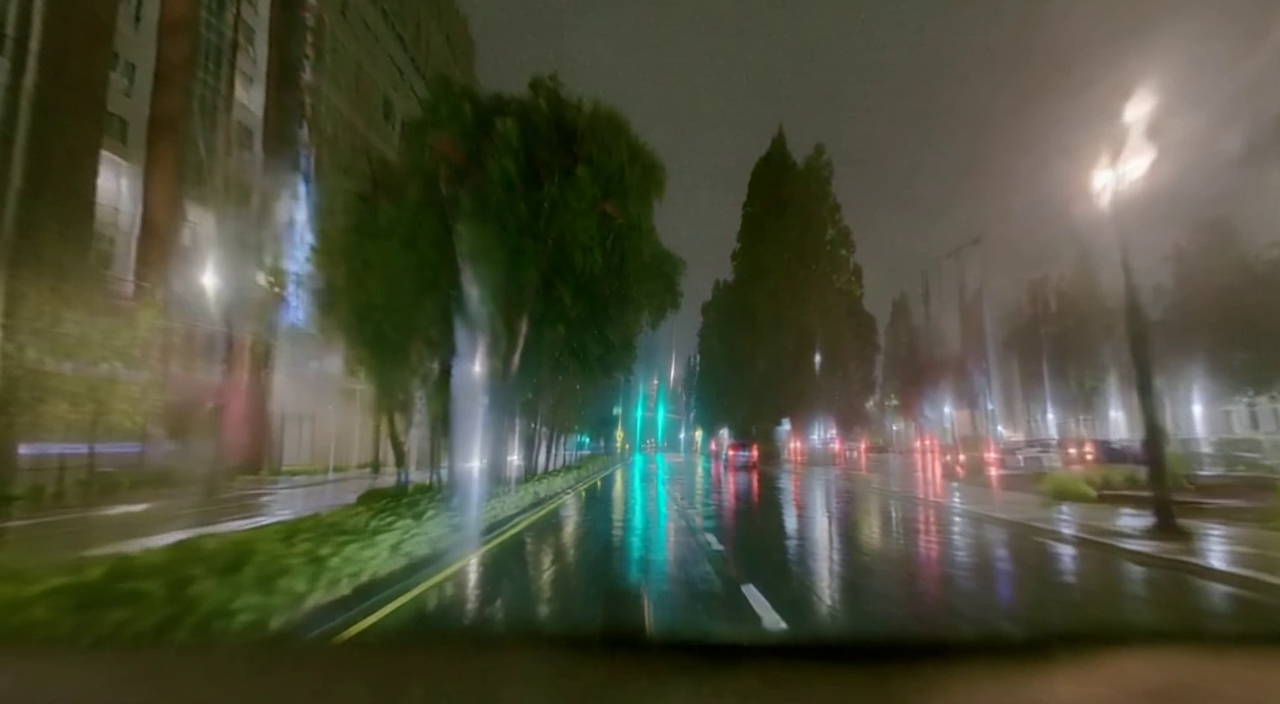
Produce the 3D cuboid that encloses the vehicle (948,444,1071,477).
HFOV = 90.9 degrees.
[{"bbox_3d":[16.233,4.760,27.832,4.276,1.397,1.786,0,-8,1],"label":"vehicle"}]

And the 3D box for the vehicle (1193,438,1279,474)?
[{"bbox_3d":[27.278,4.496,27.429,4.560,1.444,1.929,-1,-8,-2],"label":"vehicle"}]

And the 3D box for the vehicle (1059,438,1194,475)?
[{"bbox_3d":[21.158,4.537,27.532,4.333,1.491,1.744,-1,-8,1],"label":"vehicle"}]

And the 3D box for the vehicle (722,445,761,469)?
[{"bbox_3d":[6.796,7.087,42.678,1.948,1.511,4.623,0,-8,1],"label":"vehicle"}]
